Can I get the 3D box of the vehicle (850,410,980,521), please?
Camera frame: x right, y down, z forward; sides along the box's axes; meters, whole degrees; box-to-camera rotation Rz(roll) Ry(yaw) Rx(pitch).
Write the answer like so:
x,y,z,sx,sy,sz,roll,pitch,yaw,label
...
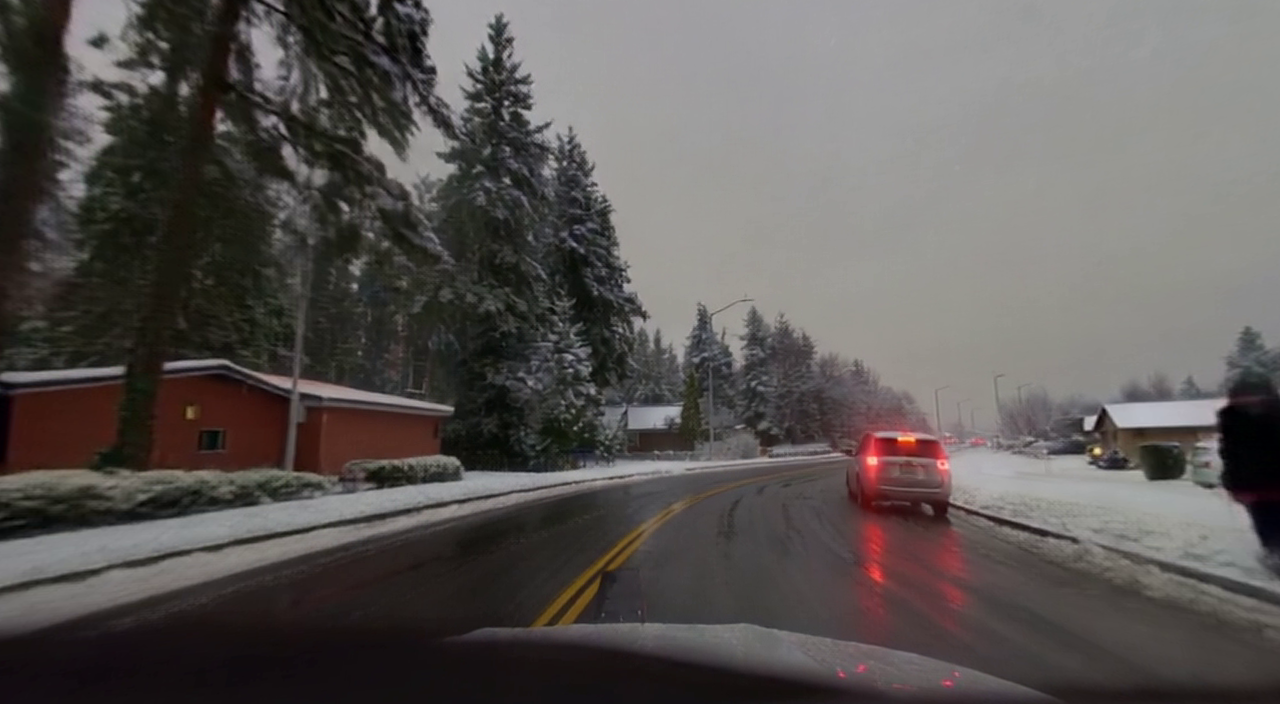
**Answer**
x,y,z,sx,sy,sz,roll,pitch,yaw,label
6.225,2.583,14.707,2.043,2.250,3.024,-1,-9,11,vehicle
